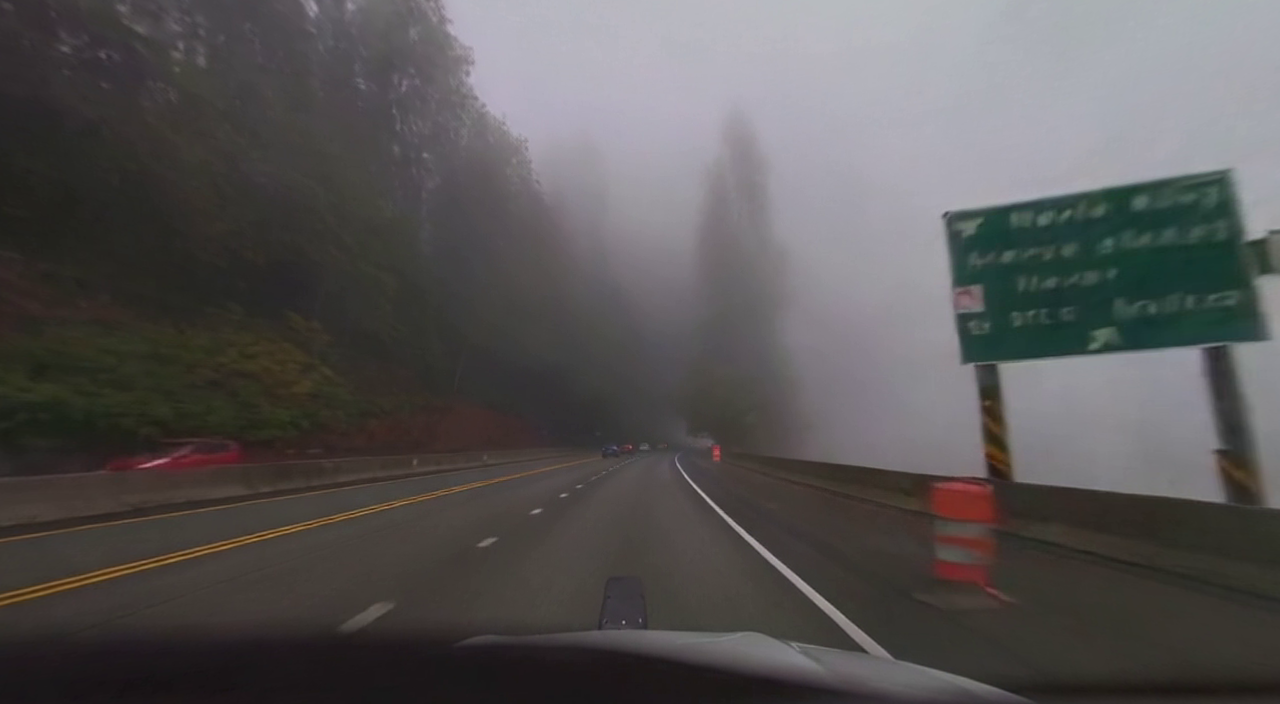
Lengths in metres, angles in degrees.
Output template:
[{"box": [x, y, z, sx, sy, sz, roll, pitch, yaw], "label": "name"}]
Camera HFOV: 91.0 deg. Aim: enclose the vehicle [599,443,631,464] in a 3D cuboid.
[{"box": [-1.794, 7.484, 46.758, 2.118, 1.475, 4.263, 0, -8, 2], "label": "vehicle"}]
